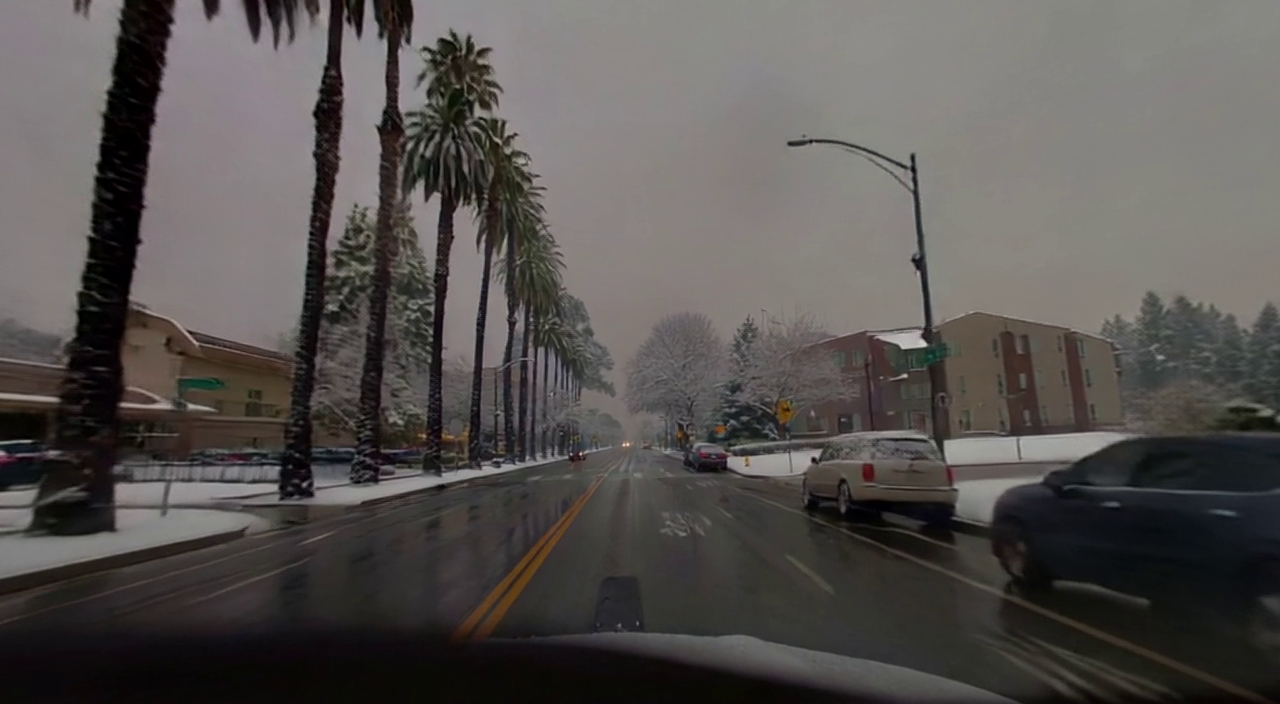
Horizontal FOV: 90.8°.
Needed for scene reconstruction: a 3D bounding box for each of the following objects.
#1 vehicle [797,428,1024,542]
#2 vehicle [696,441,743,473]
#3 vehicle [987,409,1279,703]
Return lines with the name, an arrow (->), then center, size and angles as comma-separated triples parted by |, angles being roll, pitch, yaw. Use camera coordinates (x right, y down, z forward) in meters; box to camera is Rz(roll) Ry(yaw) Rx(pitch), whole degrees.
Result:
vehicle -> 4.748, 2.404, 12.124 | 2.144, 1.720, 4.794 | 0, -9, -1
vehicle -> 4.368, 5.867, 35.386 | 1.997, 1.640, 4.494 | 0, -9, -1
vehicle -> 4.493, 1.290, 4.152 | 2.000, 1.732, 4.298 | -1, -9, 1
